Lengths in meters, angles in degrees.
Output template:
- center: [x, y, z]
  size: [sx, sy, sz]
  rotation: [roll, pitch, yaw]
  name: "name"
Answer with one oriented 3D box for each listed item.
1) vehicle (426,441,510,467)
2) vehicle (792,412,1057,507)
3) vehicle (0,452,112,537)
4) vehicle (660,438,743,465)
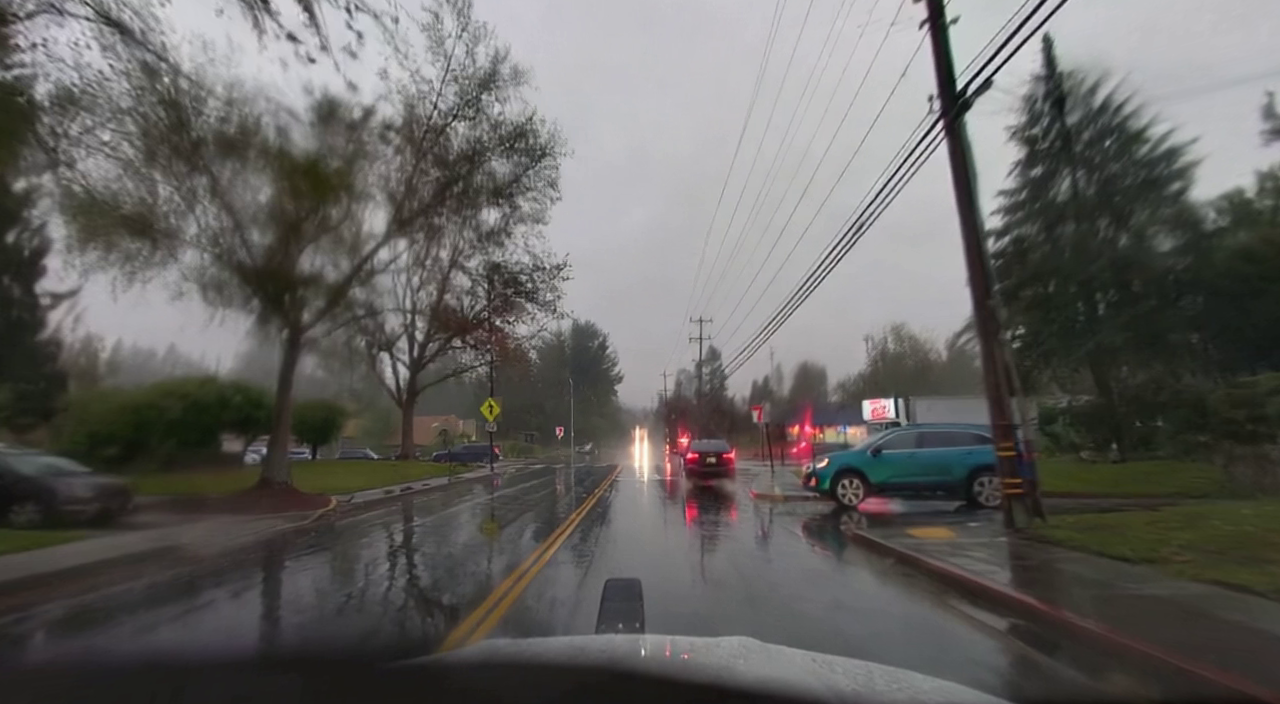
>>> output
- center: [-13.041, 7.801, 48.370]
  size: [5.866, 1.904, 2.197]
  rotation: [1, -9, -6]
  name: "vehicle"
- center: [5.993, 2.353, 14.020]
  size: [4.814, 1.872, 2.220]
  rotation: [-1, -9, 7]
  name: "vehicle"
- center: [-12.522, 2.692, 12.309]
  size: [3.793, 1.440, 2.026]
  rotation: [-5, -10, 28]
  name: "vehicle"
- center: [4.484, 7.275, 46.404]
  size: [5.536, 1.868, 2.553]
  rotation: [-7, -11, 38]
  name: "vehicle"
